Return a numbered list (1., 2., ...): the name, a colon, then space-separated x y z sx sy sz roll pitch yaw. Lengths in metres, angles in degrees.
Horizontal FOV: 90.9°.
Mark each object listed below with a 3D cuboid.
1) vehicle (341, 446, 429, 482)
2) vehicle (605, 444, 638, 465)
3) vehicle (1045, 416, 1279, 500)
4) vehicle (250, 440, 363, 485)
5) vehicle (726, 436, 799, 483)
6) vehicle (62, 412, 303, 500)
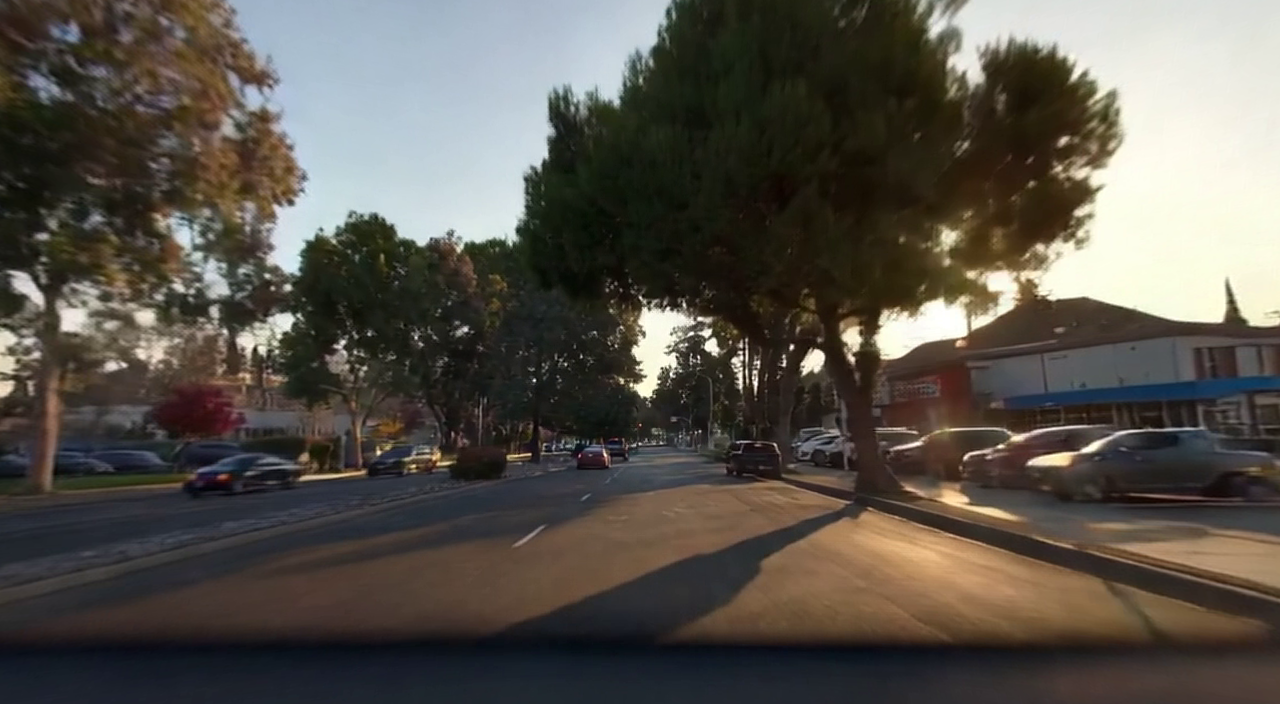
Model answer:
1. vehicle: -10.790 4.747 27.025 1.801 1.407 4.270 -1 -9 2
2. vehicle: -1.267 7.252 44.697 1.959 1.406 4.272 -1 -9 3
3. vehicle: 12.254 2.417 14.519 4.454 1.776 1.891 0 -9 0
4. vehicle: -14.499 4.823 27.805 2.163 1.761 4.811 -1 -9 2
5. vehicle: 4.854 4.346 25.724 2.179 1.709 4.512 0 -9 1
6. vehicle: -18.608 4.366 26.878 2.953 3.076 9.336 -1 -9 2
